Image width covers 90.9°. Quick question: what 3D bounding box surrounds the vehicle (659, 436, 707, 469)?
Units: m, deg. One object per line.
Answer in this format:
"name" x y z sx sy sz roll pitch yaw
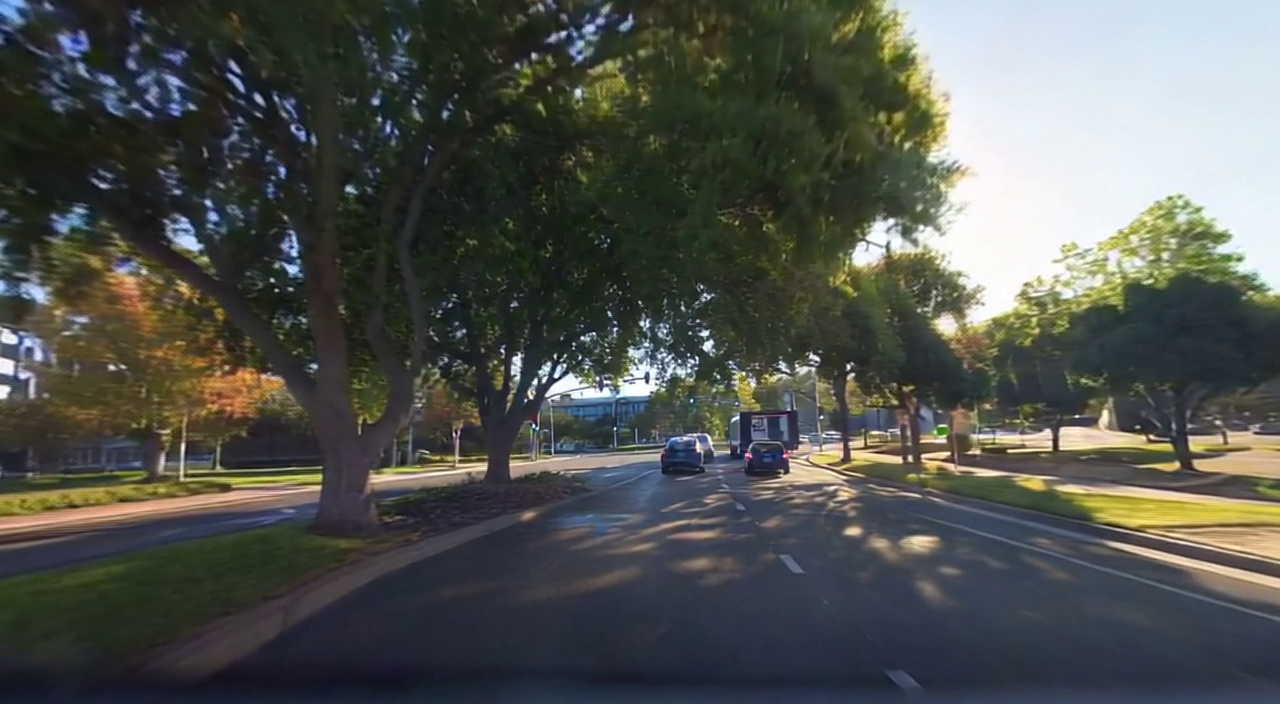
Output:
"vehicle" 2.164 4.887 30.723 2.066 1.482 4.273 -1 -8 7

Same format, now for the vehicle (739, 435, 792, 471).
"vehicle" 5.680 4.631 29.008 1.989 1.497 4.436 -1 -8 6

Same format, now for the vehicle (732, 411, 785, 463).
"vehicle" 7.539 5.584 41.054 2.721 3.047 7.204 -1 -9 6
